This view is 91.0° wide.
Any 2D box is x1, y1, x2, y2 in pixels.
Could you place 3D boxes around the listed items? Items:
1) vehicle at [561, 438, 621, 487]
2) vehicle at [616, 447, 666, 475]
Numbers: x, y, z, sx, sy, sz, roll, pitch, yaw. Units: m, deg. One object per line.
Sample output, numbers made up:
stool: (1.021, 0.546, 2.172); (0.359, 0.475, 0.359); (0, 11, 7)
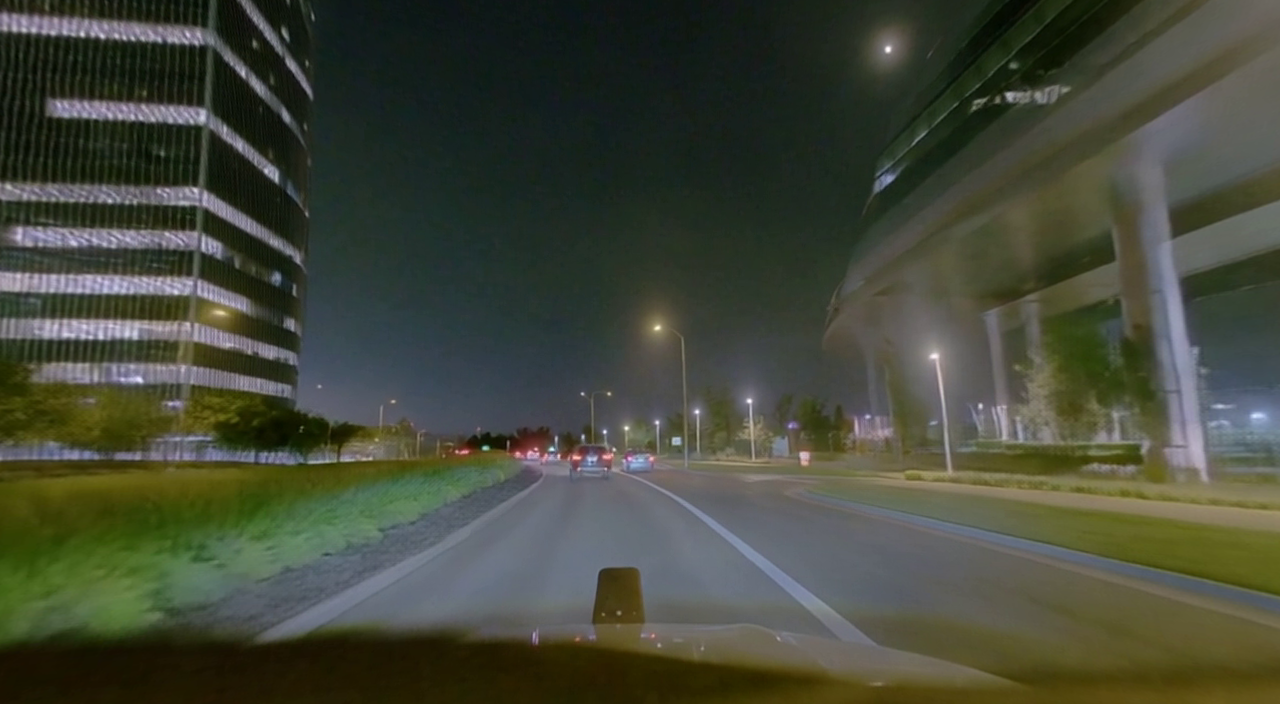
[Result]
vehicle: (-2.055, 4.380, 25.262); (2.173, 1.761, 4.374); (1, -9, -7)
vehicle: (-0.028, 6.279, 36.364); (2.116, 1.506, 4.355); (2, -9, -10)
